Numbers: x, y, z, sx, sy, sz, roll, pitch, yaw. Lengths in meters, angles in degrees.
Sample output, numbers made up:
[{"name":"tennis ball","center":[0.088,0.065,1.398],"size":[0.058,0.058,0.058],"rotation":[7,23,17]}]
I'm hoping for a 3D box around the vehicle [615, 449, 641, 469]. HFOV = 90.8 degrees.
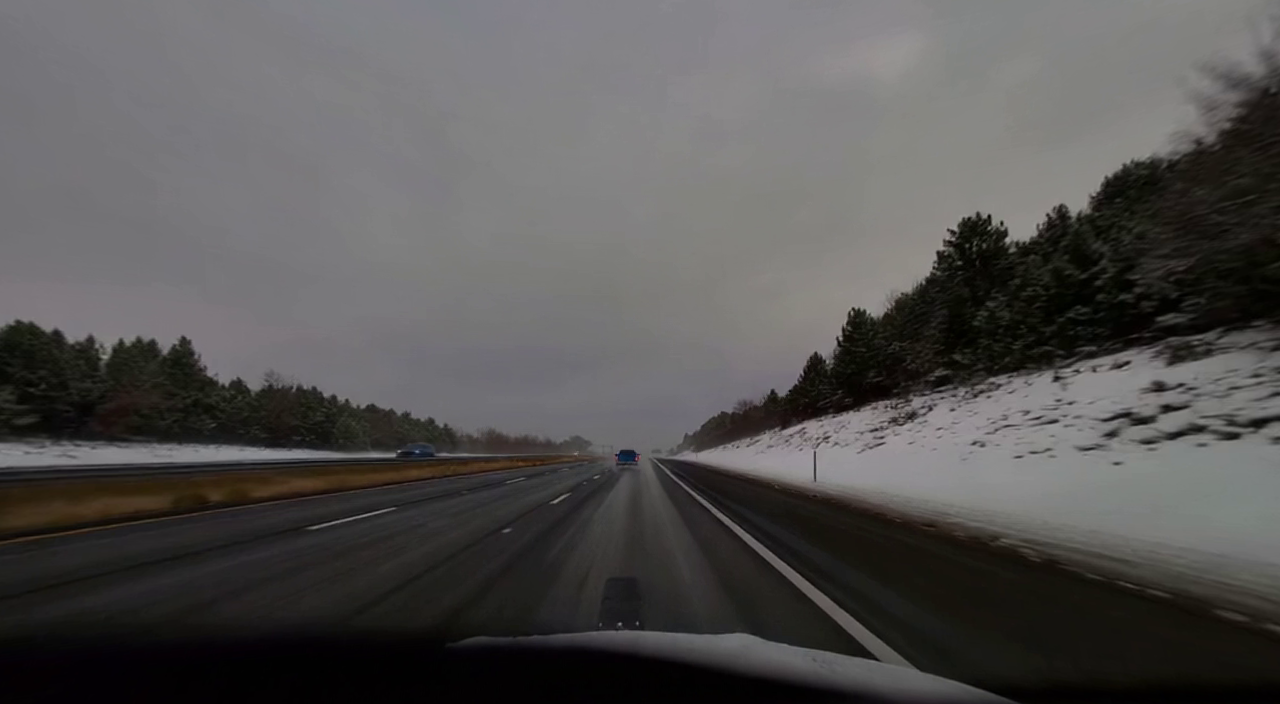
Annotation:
[{"name":"vehicle","center":[-0.908,8.325,49.202],"size":[1.891,1.456,3.806],"rotation":[0,-9,0]}]
